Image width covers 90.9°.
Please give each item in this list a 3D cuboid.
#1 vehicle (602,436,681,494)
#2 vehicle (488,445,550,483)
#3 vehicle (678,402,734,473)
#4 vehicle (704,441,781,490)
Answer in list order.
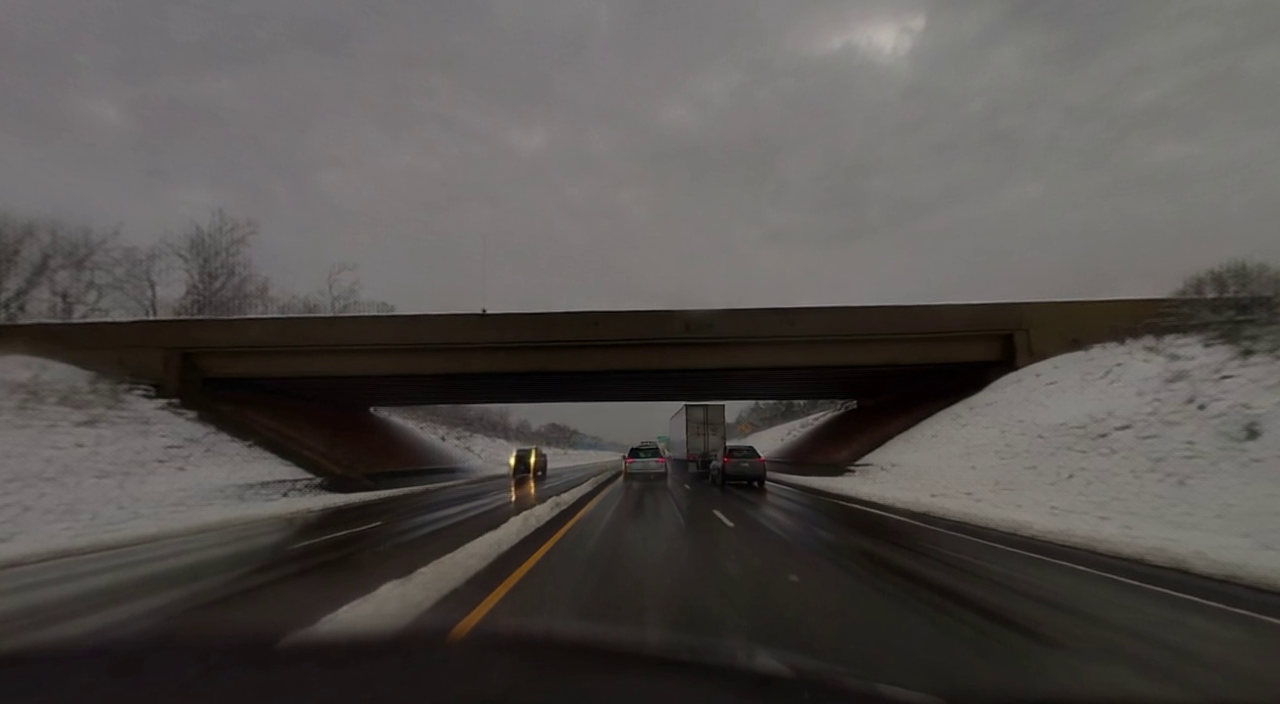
[{"bbox_3d":[0.082,3.585,20.243,2.256,1.615,4.114,-1,-9,1],"label":"vehicle"},{"bbox_3d":[-6.171,5.754,32.608,2.233,1.685,4.222,-3,-9,2],"label":"vehicle"},{"bbox_3d":[3.912,5.330,38.921,2.948,3.974,6.480,-1,-9,2],"label":"vehicle"},{"bbox_3d":[3.409,3.856,21.674,1.972,1.505,3.946,-1,-9,0],"label":"vehicle"}]
